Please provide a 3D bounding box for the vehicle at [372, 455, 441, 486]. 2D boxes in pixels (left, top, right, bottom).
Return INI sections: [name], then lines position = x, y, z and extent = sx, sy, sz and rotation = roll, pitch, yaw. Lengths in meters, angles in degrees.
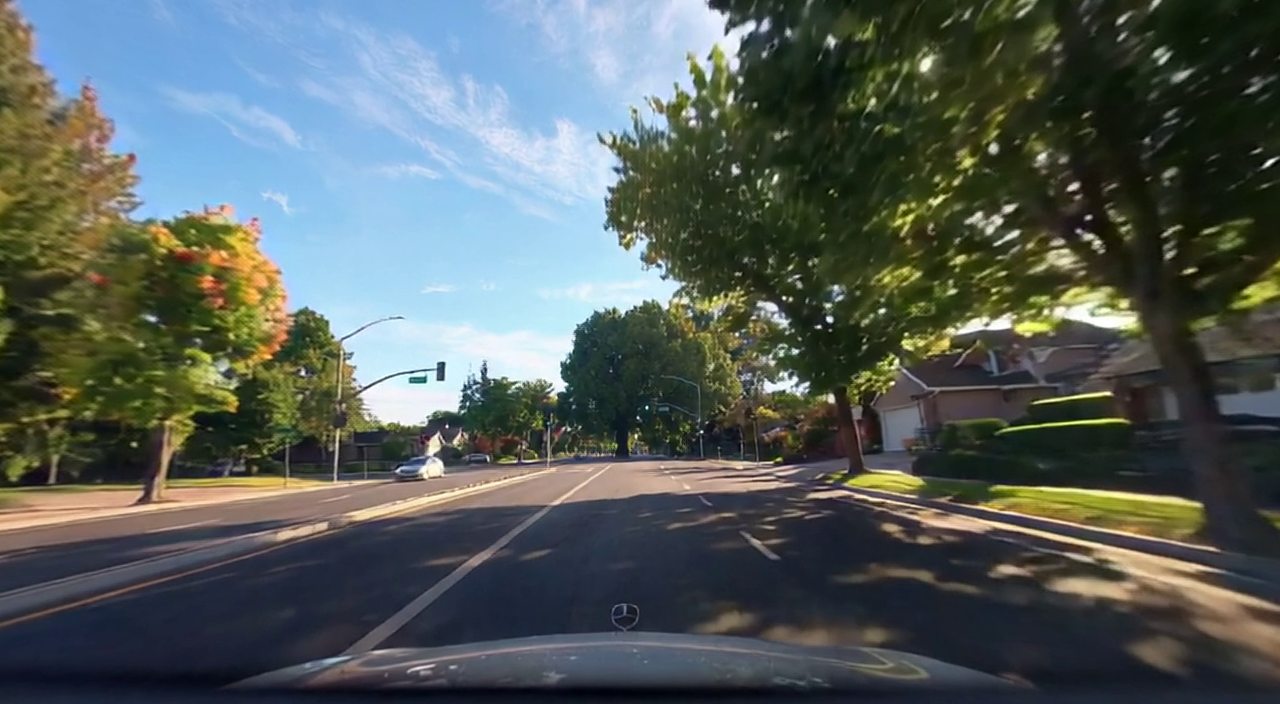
[vehicle]
position = -12.672, 6.449, 34.646
extent = 1.923, 1.516, 4.735
rotation = 0, -9, 0
